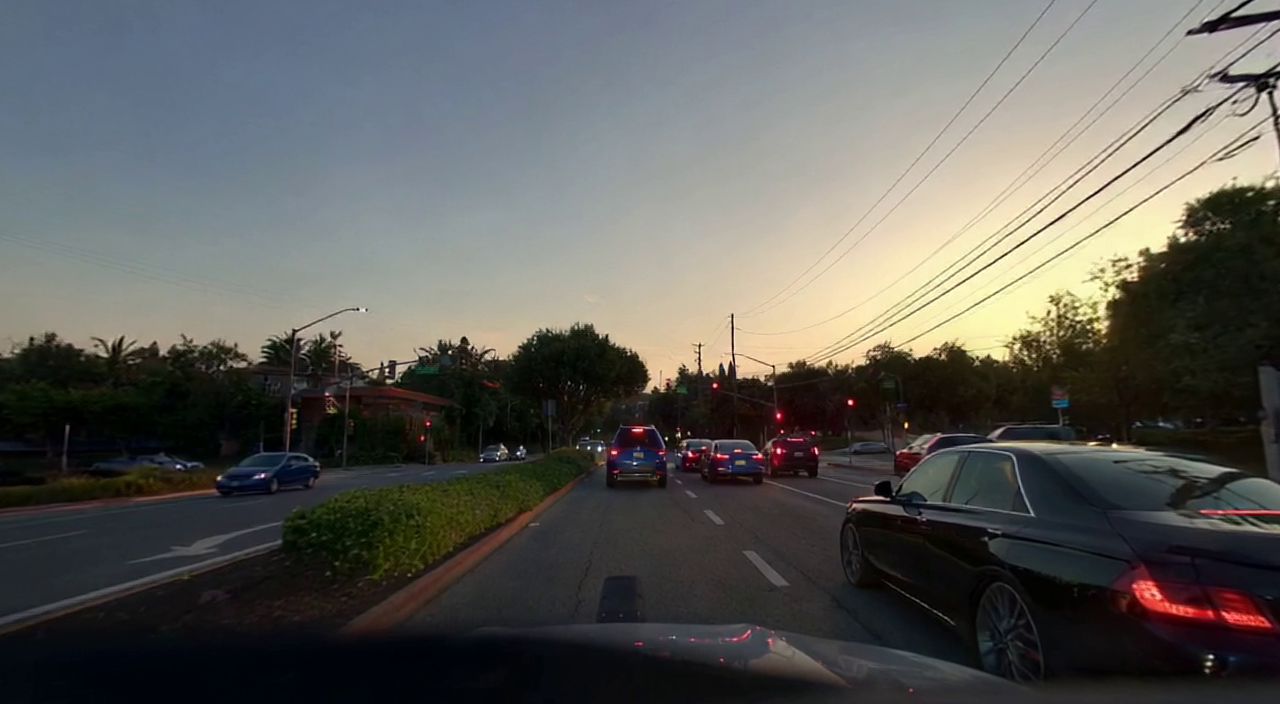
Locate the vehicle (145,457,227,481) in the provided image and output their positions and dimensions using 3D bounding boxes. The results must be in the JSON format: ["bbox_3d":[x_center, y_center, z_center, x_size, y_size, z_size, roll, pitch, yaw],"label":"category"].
[{"bbox_3d":[-33.346,8.572,46.485,4.550,1.601,1.766,0,-8,-5],"label":"vehicle"}]

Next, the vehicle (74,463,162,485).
[{"bbox_3d":[-38.140,8.884,46.234,4.625,1.455,2.029,0,-8,1],"label":"vehicle"}]

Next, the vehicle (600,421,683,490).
[{"bbox_3d":[0.021,3.190,19.682,2.236,1.856,4.816,0,-8,0],"label":"vehicle"}]

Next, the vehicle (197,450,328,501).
[{"bbox_3d":[-12.515,4.077,21.329,1.952,1.475,4.442,0,-8,-5],"label":"vehicle"}]

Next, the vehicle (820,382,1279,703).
[{"bbox_3d":[2.761,1.122,3.833,2.004,1.460,4.297,0,-8,-1],"label":"vehicle"}]

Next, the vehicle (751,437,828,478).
[{"bbox_3d":[5.872,4.201,25.378,1.926,1.472,4.449,0,-8,-1],"label":"vehicle"}]

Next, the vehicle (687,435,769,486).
[{"bbox_3d":[2.778,3.558,21.029,2.025,1.477,4.333,0,-8,-1],"label":"vehicle"}]
